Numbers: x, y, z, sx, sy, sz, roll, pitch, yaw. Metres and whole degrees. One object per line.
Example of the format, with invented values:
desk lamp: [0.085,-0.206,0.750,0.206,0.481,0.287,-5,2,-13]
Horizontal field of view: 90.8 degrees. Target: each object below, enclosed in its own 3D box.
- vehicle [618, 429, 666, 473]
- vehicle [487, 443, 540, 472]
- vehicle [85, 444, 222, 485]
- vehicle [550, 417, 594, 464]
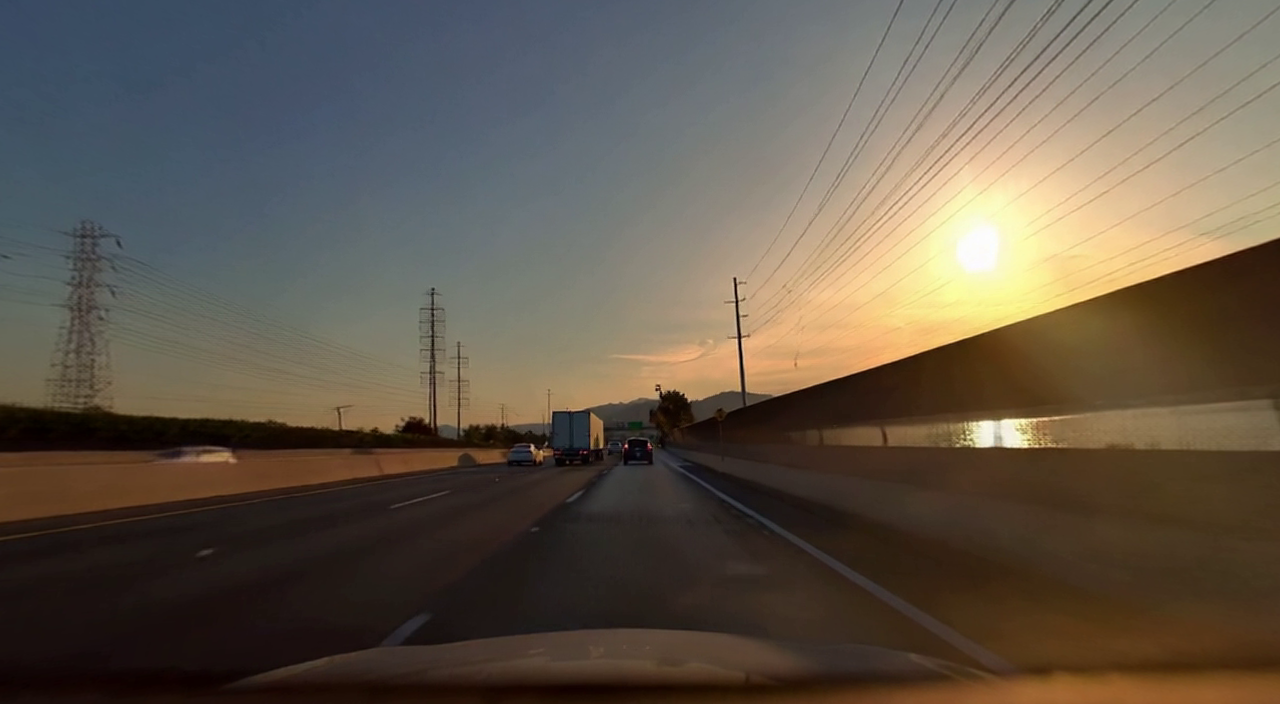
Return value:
vehicle: [0.129,5.253,33.491,2.358,2.144,4.713,0,-9,0]
vehicle: [-7.133,6.004,36.126,2.004,1.545,4.513,0,-9,1]
vehicle: [-19.236,4.425,25.272,1.841,1.466,4.555,0,-9,0]
vehicle: [-3.754,4.959,35.283,2.178,2.522,2.054,0,-9,1]
